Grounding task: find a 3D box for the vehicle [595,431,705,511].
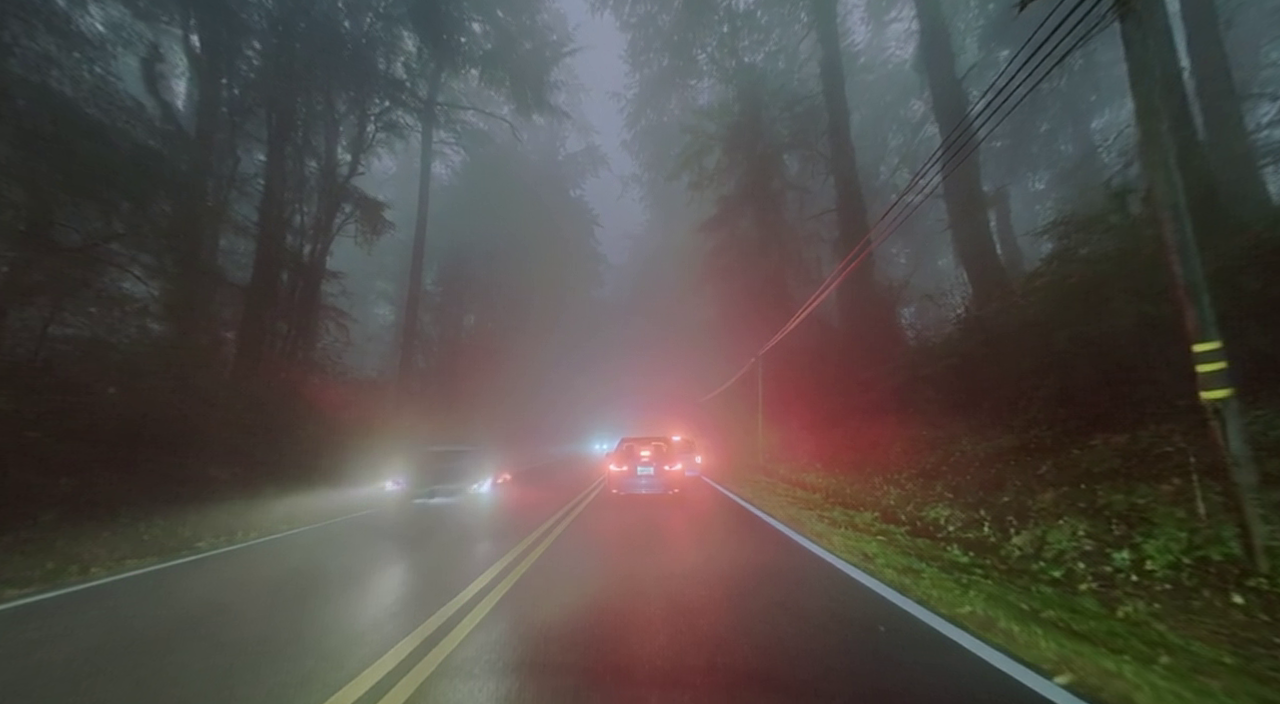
[{"bbox_3d":[0.168,2.541,13.916,2.081,1.503,3.726,0,-8,-1],"label":"vehicle"}]
